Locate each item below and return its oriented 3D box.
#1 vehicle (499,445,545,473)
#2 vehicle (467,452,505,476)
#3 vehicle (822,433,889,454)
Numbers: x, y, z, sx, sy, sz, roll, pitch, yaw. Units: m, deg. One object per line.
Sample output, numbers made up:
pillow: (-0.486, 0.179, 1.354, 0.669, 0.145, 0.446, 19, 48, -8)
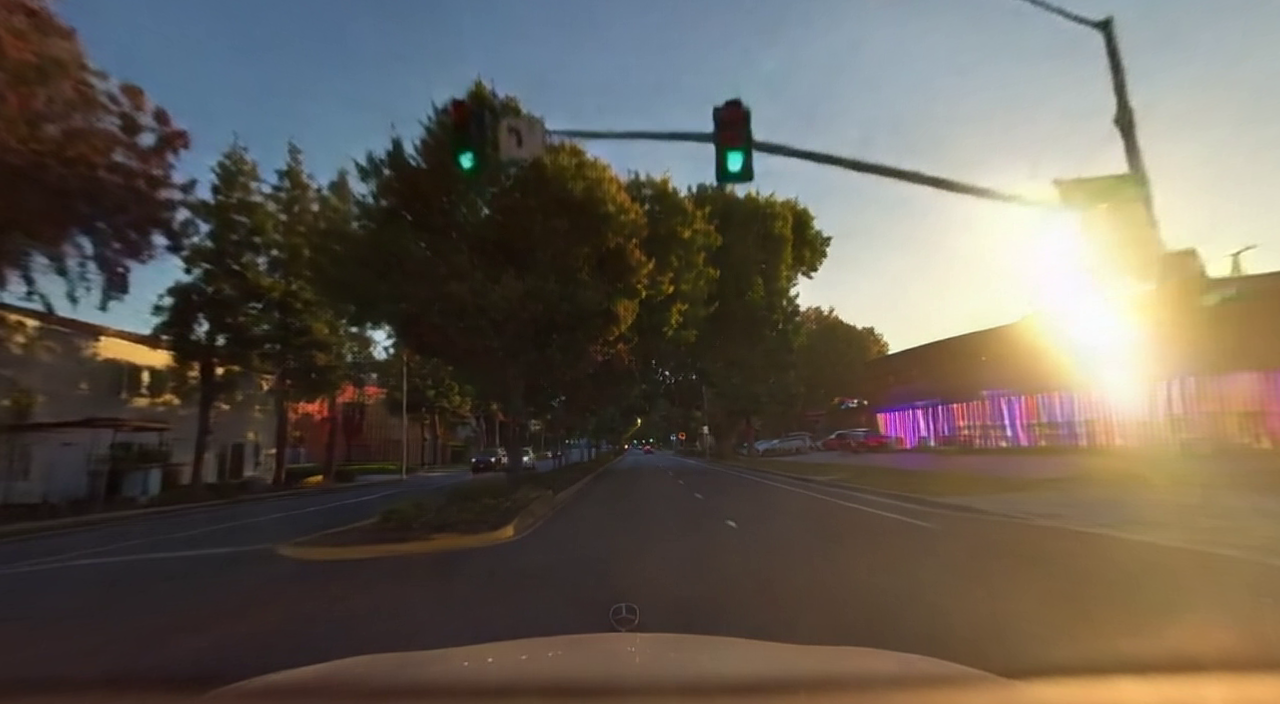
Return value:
vehicle: (-7.928, 7.201, 42.611, 2.129, 1.649, 4.647, -4, -8, 0)
vehicle: (-10.937, 7.962, 44.916, 1.688, 1.419, 3.783, -4, -8, 0)
vehicle: (16.176, 6.883, 47.458, 4.241, 1.472, 2.066, 0, -8, -3)
